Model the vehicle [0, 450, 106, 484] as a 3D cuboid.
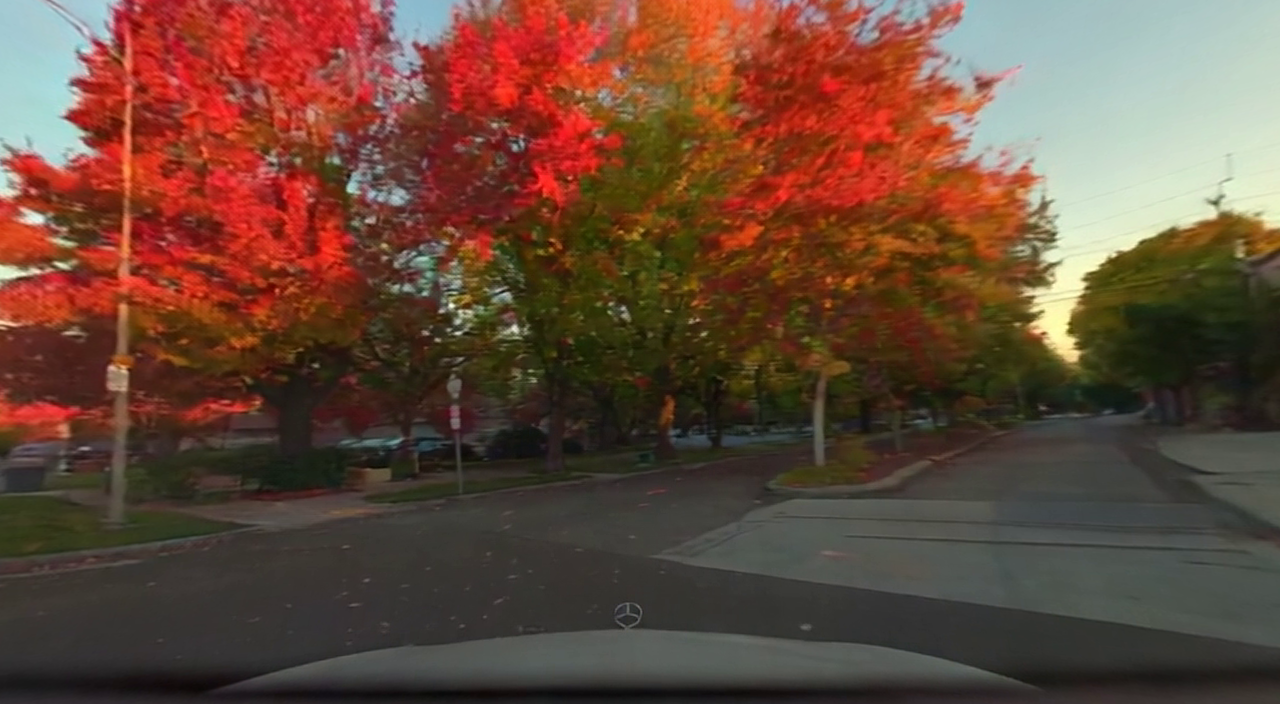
[{"bbox_3d":[-34.236,6.599,36.248,1.909,1.785,4.890,-9,-12,32],"label":"vehicle"}]
